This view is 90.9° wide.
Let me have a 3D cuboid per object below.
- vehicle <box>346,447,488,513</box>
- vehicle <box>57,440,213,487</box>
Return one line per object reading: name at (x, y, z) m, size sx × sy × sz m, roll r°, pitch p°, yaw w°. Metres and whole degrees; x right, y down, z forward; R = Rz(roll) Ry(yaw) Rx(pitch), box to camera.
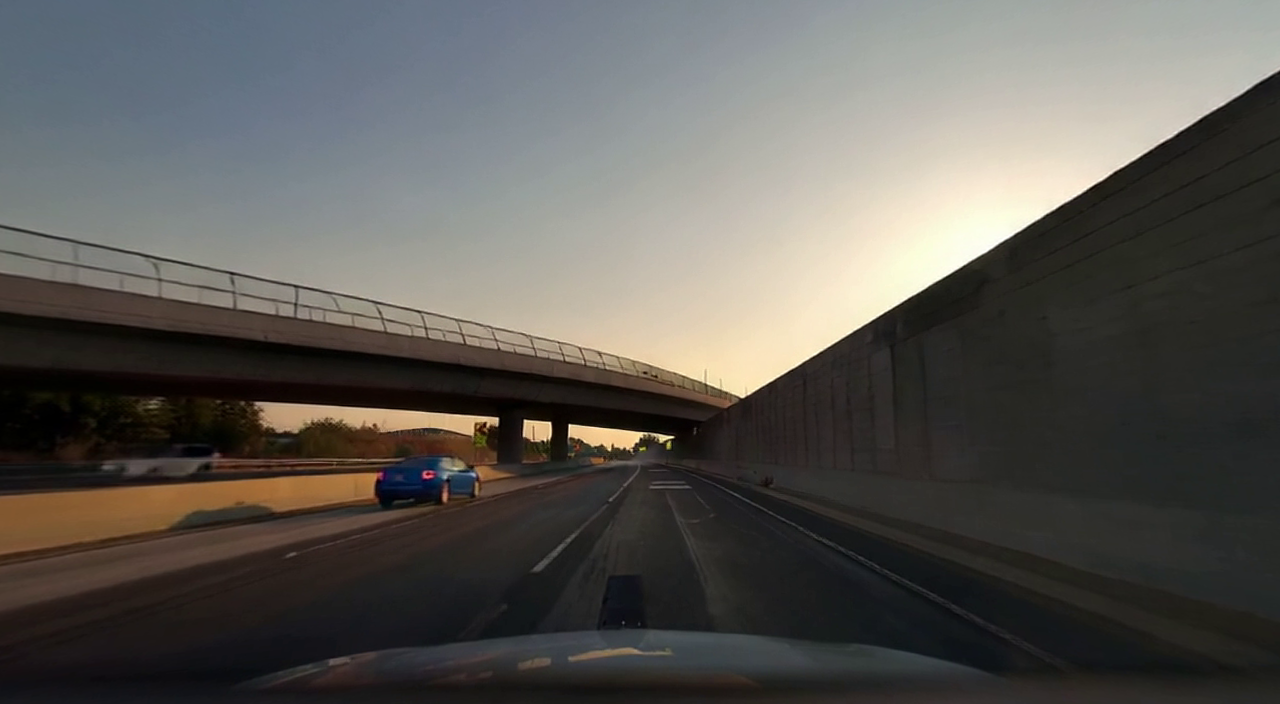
vehicle at (-6.039, 3.515, 17.817) m, size 2.172 × 1.587 × 4.518 m, roll -1°, pitch -9°, yaw 3°
vehicle at (-18.747, 4.160, 23.739) m, size 2.039 × 1.579 × 4.522 m, roll 0°, pitch -9°, yaw 1°
